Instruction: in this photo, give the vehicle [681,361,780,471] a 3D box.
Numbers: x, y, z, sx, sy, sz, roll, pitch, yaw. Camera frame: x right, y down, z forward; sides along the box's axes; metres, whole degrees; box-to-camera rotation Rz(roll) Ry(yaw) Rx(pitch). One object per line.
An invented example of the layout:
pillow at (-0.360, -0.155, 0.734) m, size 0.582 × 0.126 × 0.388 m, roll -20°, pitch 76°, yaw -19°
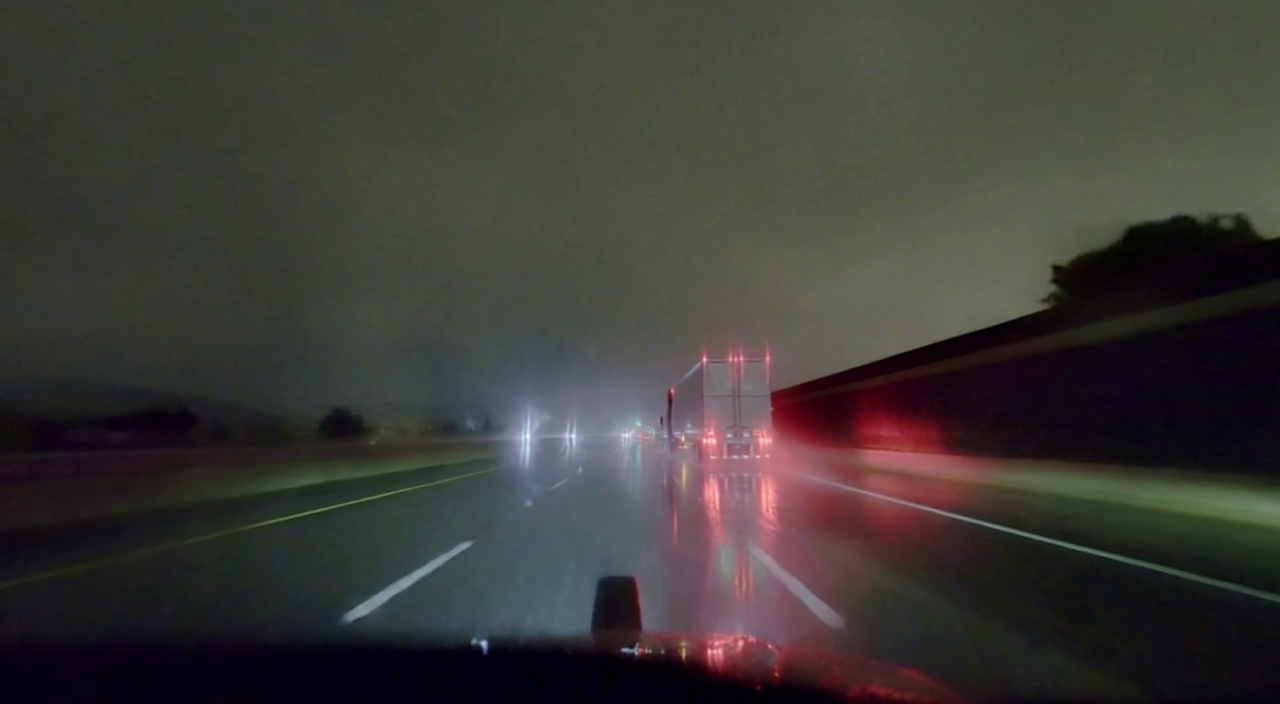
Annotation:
vehicle at (3.558, 2.867, 27.089) m, size 2.859 × 3.981 × 8.596 m, roll 0°, pitch -8°, yaw -1°
